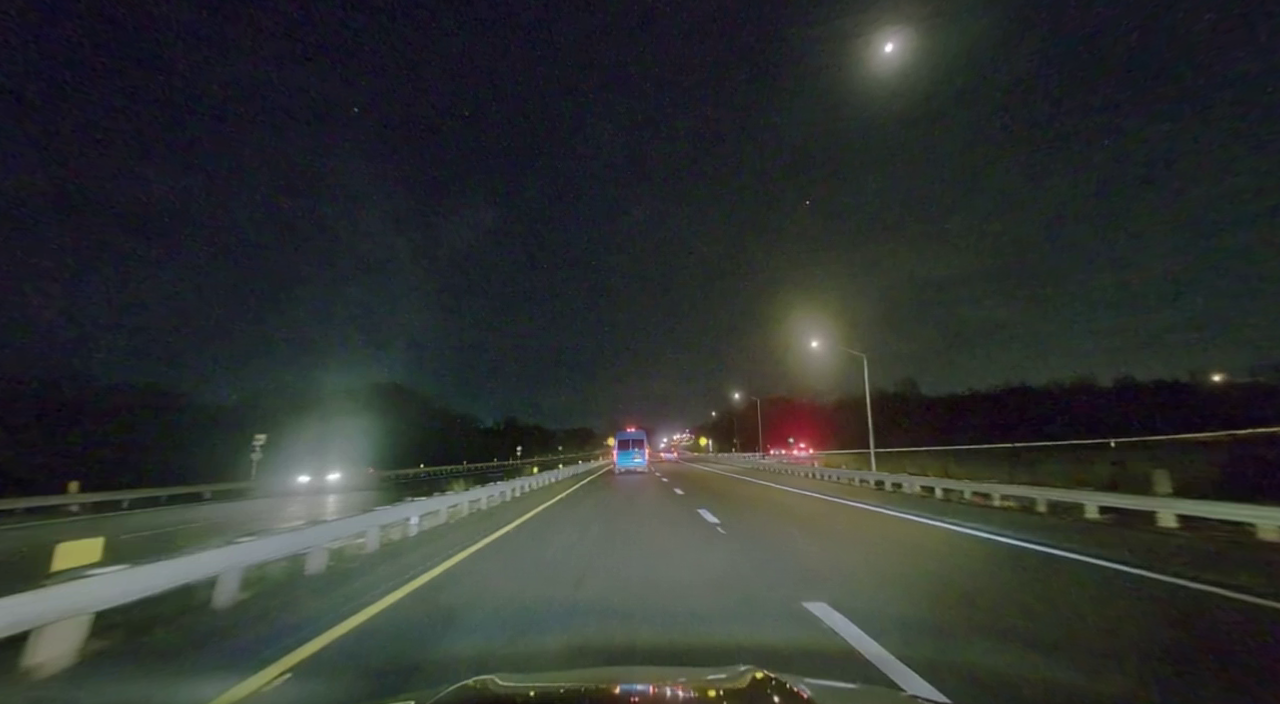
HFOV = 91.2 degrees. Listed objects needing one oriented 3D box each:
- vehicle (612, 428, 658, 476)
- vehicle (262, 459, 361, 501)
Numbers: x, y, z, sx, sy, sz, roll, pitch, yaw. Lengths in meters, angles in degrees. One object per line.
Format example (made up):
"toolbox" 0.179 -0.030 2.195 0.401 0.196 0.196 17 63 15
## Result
"vehicle" -0.300 6.012 37.768 2.560 2.598 5.581 0 -9 0
"vehicle" -13.418 5.222 25.883 1.941 1.503 3.919 0 -9 0
